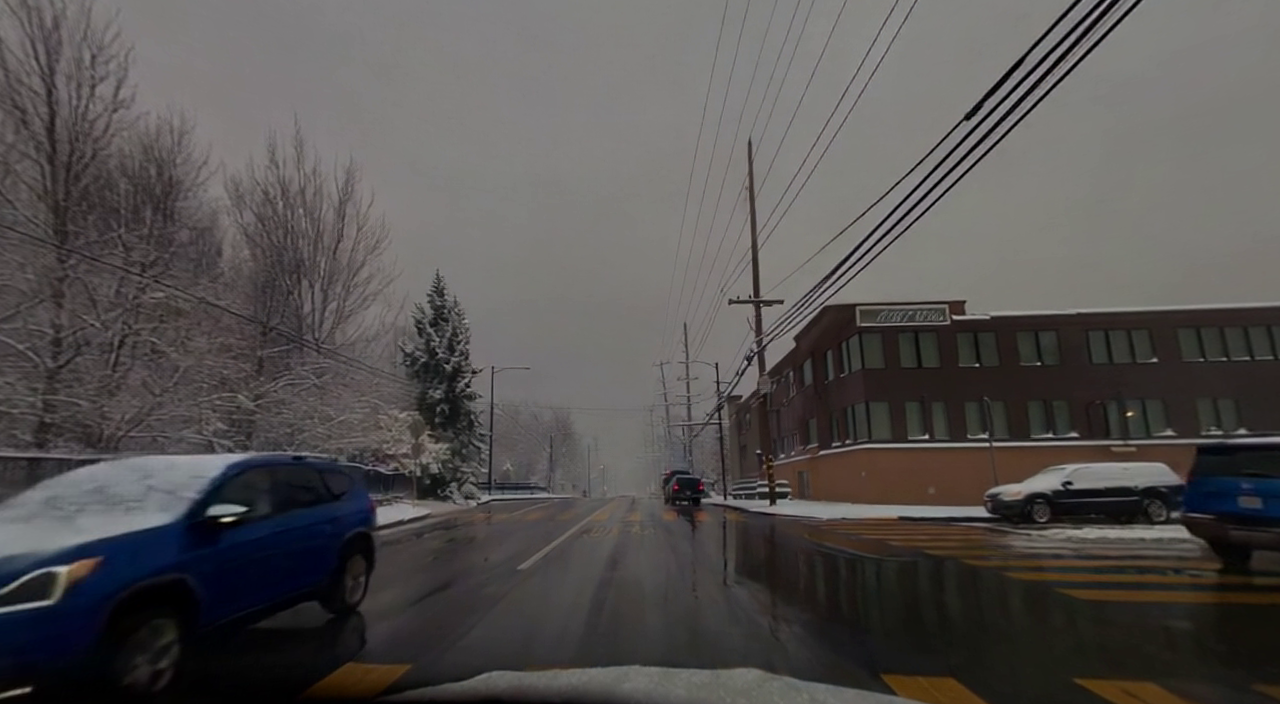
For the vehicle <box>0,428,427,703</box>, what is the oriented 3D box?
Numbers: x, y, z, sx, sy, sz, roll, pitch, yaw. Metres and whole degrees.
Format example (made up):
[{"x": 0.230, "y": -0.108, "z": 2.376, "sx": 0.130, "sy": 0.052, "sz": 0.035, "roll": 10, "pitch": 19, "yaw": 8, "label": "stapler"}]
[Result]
[{"x": -3.247, "y": 1.411, "z": 4.719, "sx": 1.911, "sy": 1.563, "sz": 4.057, "roll": 0, "pitch": -8, "yaw": 0, "label": "vehicle"}]

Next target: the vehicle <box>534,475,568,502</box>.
[{"x": -6.645, "y": 10.263, "z": 47.721, "sx": 1.913, "sy": 1.682, "sz": 4.365, "roll": 0, "pitch": -8, "yaw": 1, "label": "vehicle"}]

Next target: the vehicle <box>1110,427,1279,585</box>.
[{"x": 9.486, "y": 1.978, "z": 8.686, "sx": 4.872, "sy": 1.789, "sz": 2.214, "roll": 2, "pitch": -9, "yaw": -16, "label": "vehicle"}]

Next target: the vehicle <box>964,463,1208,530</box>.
[{"x": 11.382, "y": 3.680, "z": 16.390, "sx": 4.771, "sy": 1.492, "sz": 2.107, "roll": 0, "pitch": -8, "yaw": -3, "label": "vehicle"}]

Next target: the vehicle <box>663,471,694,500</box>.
[{"x": 2.814, "y": 9.911, "z": 47.145, "sx": 1.953, "sy": 1.774, "sz": 5.008, "roll": 0, "pitch": -8, "yaw": -1, "label": "vehicle"}]
